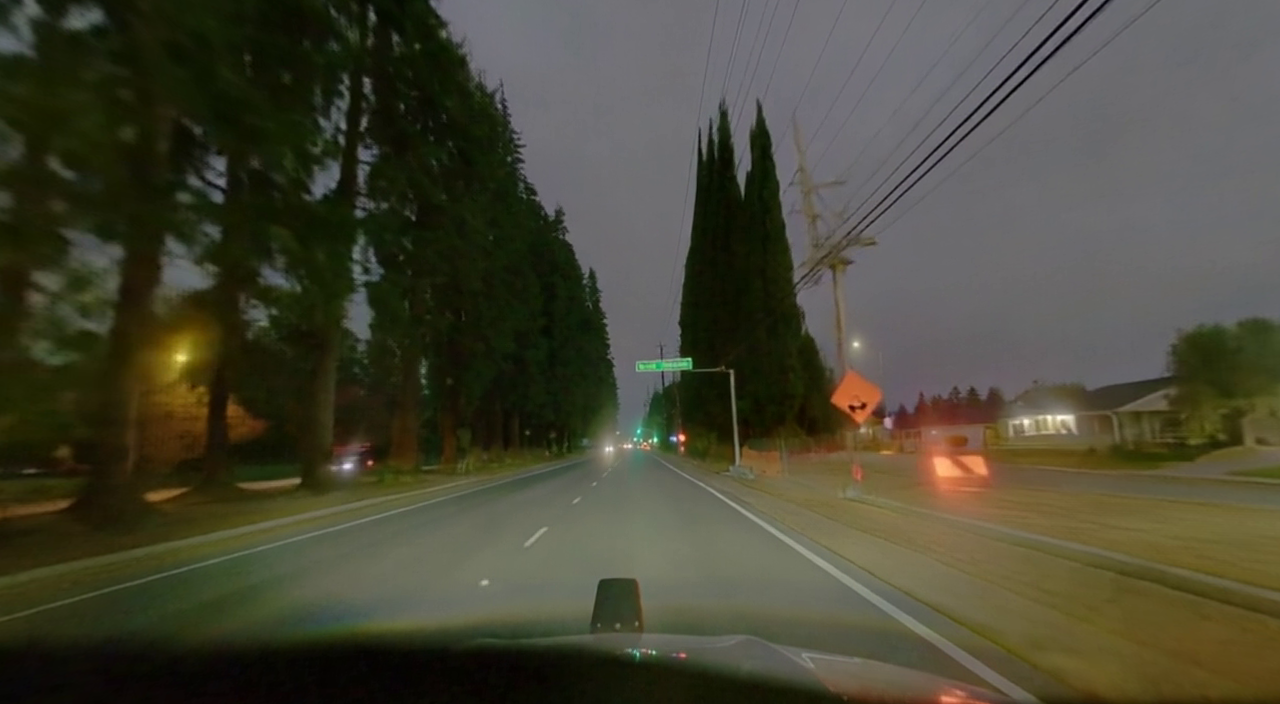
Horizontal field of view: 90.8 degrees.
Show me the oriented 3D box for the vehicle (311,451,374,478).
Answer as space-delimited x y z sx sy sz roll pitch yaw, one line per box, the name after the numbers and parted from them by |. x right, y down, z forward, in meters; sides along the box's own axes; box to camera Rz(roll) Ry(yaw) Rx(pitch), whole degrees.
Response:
-20.110 7.597 42.931 2.076 1.663 4.545 -2 -9 0 | vehicle

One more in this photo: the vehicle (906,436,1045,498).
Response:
8.736 3.008 16.862 1.733 1.449 3.764 -1 -9 2 | vehicle
